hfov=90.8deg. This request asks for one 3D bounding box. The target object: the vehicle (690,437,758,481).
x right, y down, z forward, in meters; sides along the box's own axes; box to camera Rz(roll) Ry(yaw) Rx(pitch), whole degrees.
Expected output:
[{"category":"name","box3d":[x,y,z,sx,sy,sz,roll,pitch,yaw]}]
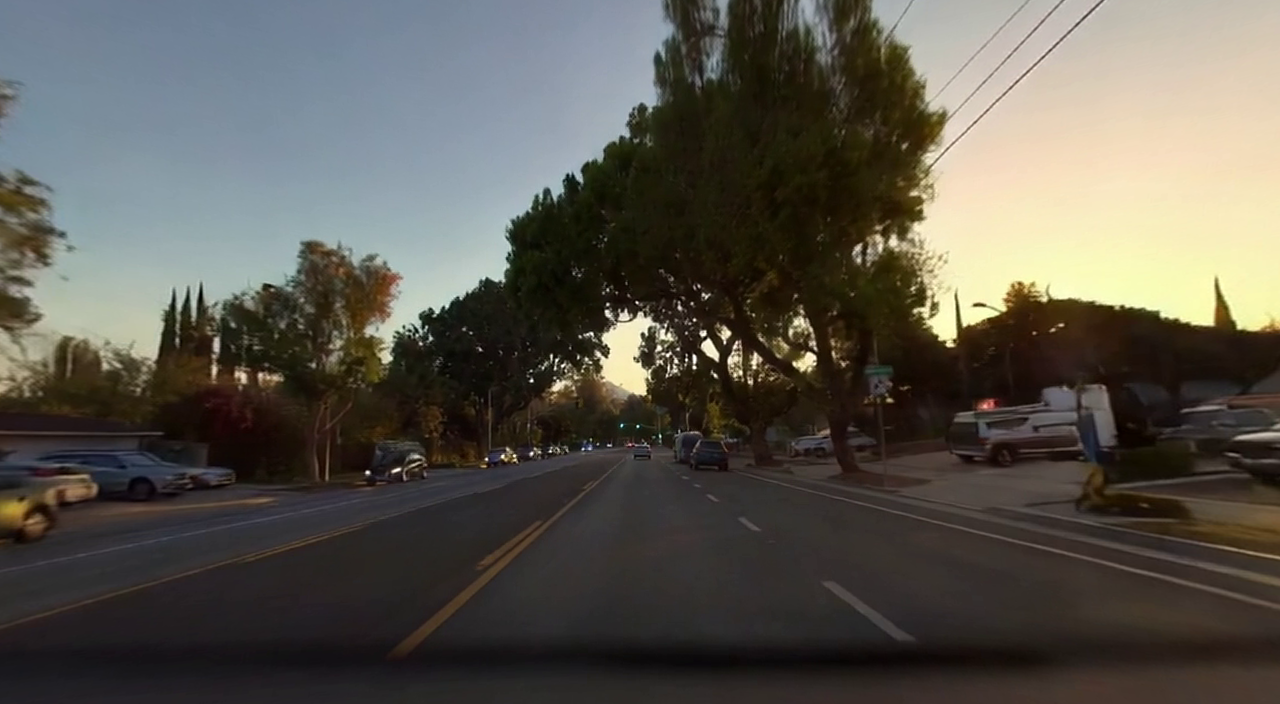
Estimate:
[{"category":"vehicle","box3d":[3.164,4.103,24.541,1.983,1.557,4.078,0,-8,-1]}]

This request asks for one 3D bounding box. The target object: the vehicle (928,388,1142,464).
[{"category":"vehicle","box3d":[13.003,2.494,21.127,5.472,2.340,2.418,0,-8,-2]}]

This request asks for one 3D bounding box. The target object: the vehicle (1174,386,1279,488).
[{"category":"vehicle","box3d":[12.560,1.536,11.457,3.964,1.690,1.863,0,-8,0]}]

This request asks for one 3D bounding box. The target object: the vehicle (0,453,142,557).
[{"category":"vehicle","box3d":[-11.750,2.711,11.322,1.822,1.699,4.791,0,-8,-2]}]

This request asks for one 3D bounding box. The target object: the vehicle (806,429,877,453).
[{"category":"vehicle","box3d":[13.624,6.039,42.940,4.162,1.544,1.812,0,-8,-4]}]

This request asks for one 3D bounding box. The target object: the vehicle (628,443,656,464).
[{"category":"vehicle","box3d":[0.104,7.757,48.510,1.989,1.500,4.141,0,-8,-1]}]

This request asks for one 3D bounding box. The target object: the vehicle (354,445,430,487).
[{"category":"vehicle","box3d":[-11.769,5.413,30.340,1.954,1.828,4.466,0,-8,-2]}]

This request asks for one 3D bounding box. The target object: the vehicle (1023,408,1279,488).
[{"category":"vehicle","box3d":[11.618,2.106,13.970,4.861,1.444,2.119,-2,-9,-1]}]
